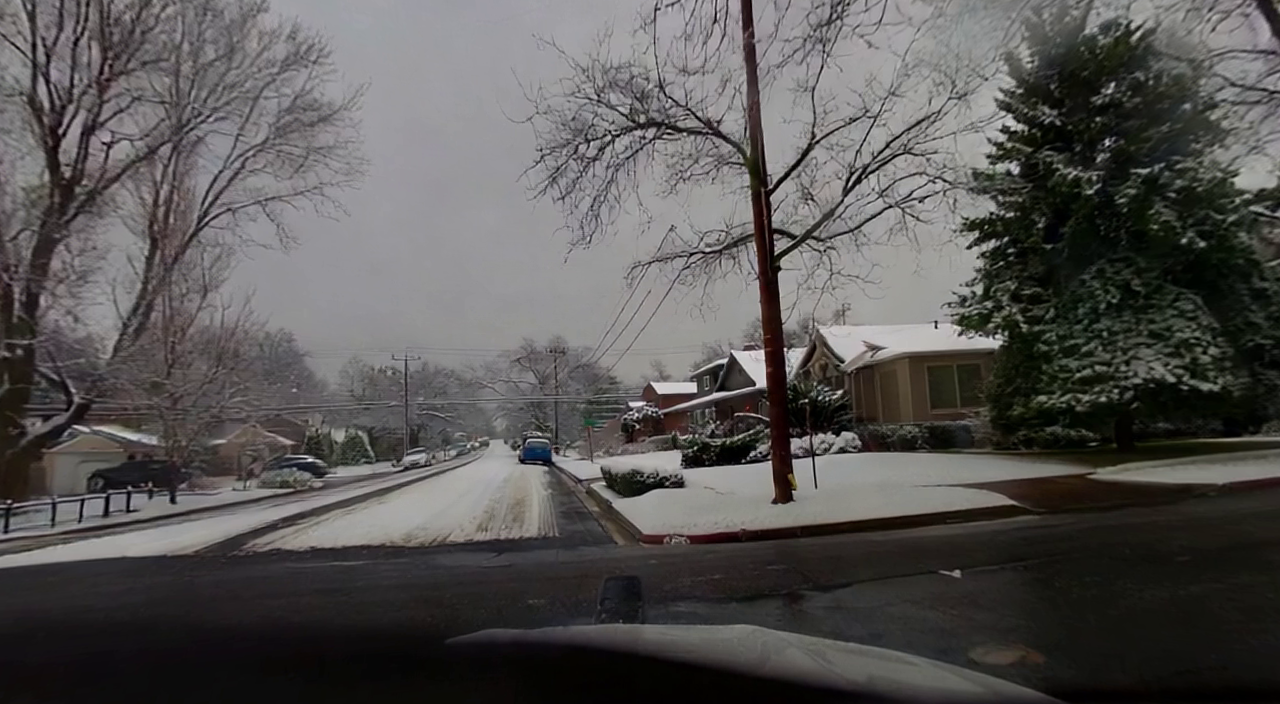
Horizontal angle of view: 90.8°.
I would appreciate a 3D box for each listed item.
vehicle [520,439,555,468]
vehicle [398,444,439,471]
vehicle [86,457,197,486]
[{"bbox_3d":[-6.550,6.398,39.967,2.005,1.553,3.984,-3,-8,-12],"label":"vehicle"},{"bbox_3d":[-16.794,7.988,48.073,2.208,1.834,4.675,-3,-8,-11],"label":"vehicle"},{"bbox_3d":[-27.648,6.608,35.163,4.404,1.495,1.844,1,-9,-9],"label":"vehicle"}]
